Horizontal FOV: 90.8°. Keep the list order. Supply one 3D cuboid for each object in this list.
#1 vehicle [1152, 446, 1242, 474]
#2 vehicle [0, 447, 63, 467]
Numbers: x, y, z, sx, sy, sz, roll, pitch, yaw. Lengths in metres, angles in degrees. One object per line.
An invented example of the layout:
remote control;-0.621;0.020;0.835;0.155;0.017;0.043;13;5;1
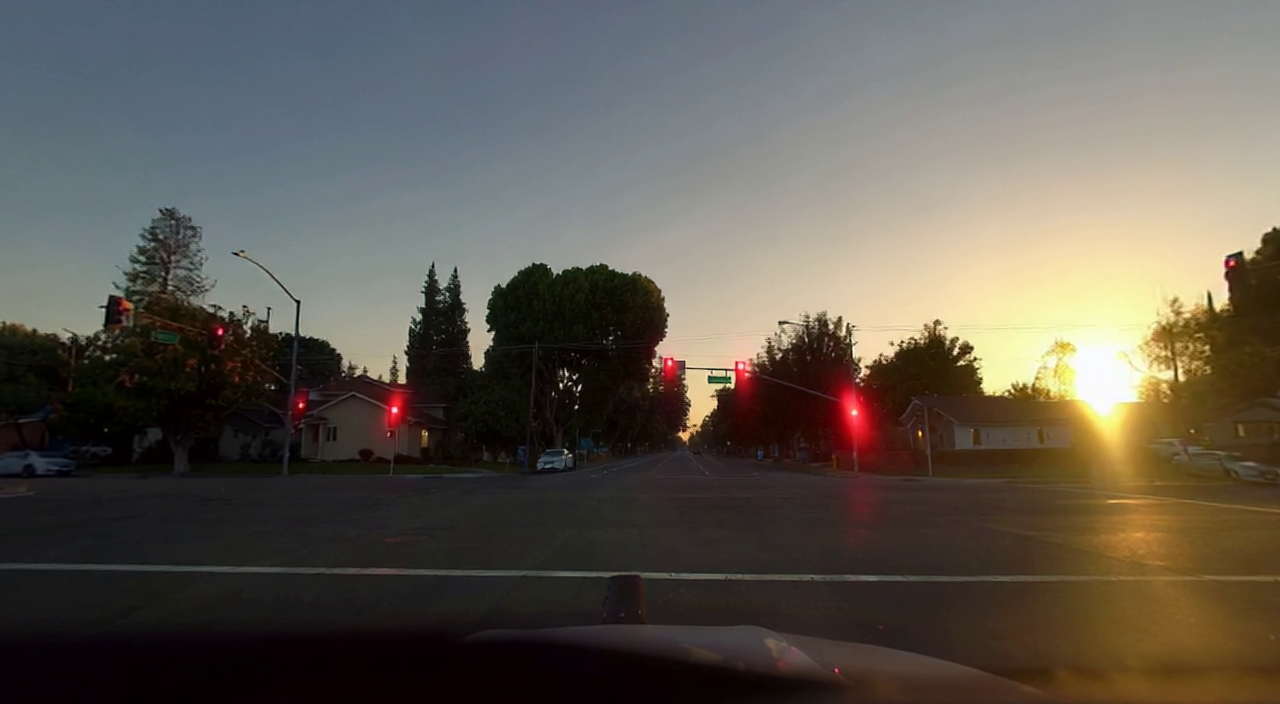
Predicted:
vehicle;36.775;7.093;41.884;1.853;1.723;4.460;0;-9;-1
vehicle;-44.290;7.520;45.391;3.949;1.422;1.744;0;-9;1
